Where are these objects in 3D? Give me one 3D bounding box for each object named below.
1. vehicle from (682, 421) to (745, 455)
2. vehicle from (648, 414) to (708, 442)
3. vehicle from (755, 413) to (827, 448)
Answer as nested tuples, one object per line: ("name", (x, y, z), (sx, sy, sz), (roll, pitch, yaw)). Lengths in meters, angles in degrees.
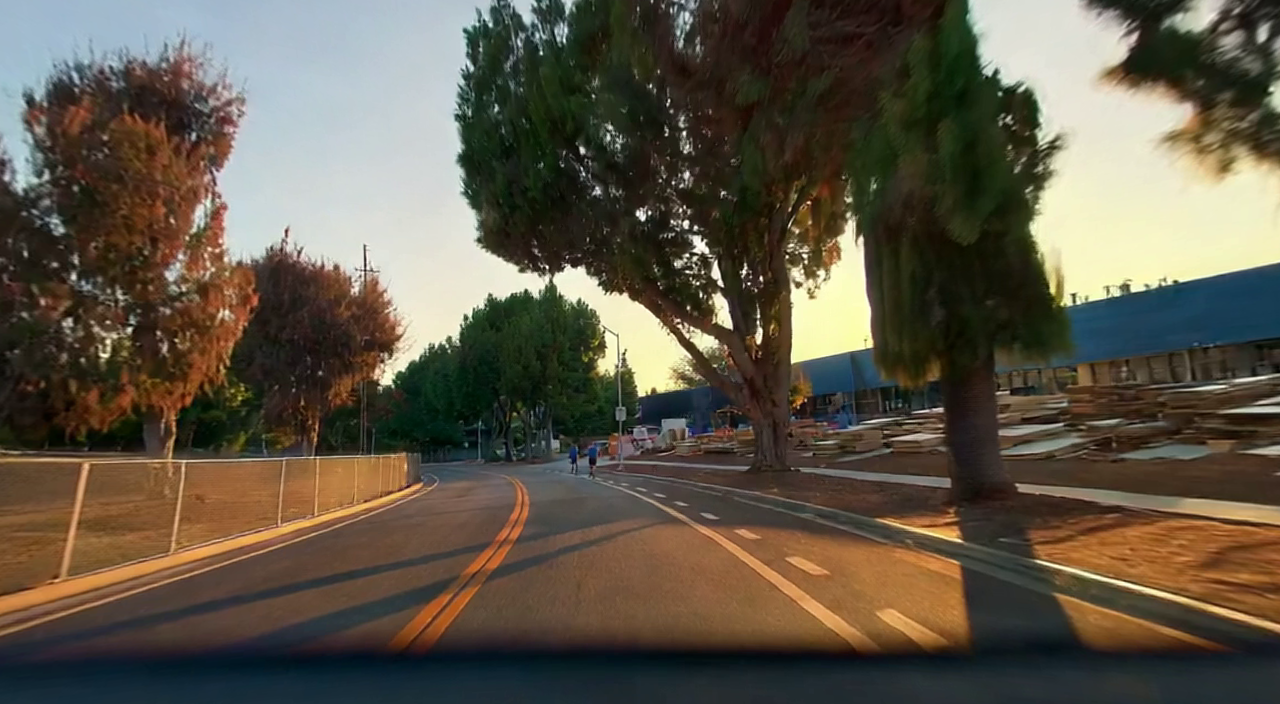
("vehicle", (4.638, 5.471, 39.925), (3.451, 1.504, 1.652), (9, -15, -9))
("vehicle", (2.839, 5.696, 47.248), (3.916, 1.765, 1.785), (-2, -6, -21))
("vehicle", (6.817, 3.640, 28.944), (1.635, 1.445, 3.563), (1, -9, -15))
